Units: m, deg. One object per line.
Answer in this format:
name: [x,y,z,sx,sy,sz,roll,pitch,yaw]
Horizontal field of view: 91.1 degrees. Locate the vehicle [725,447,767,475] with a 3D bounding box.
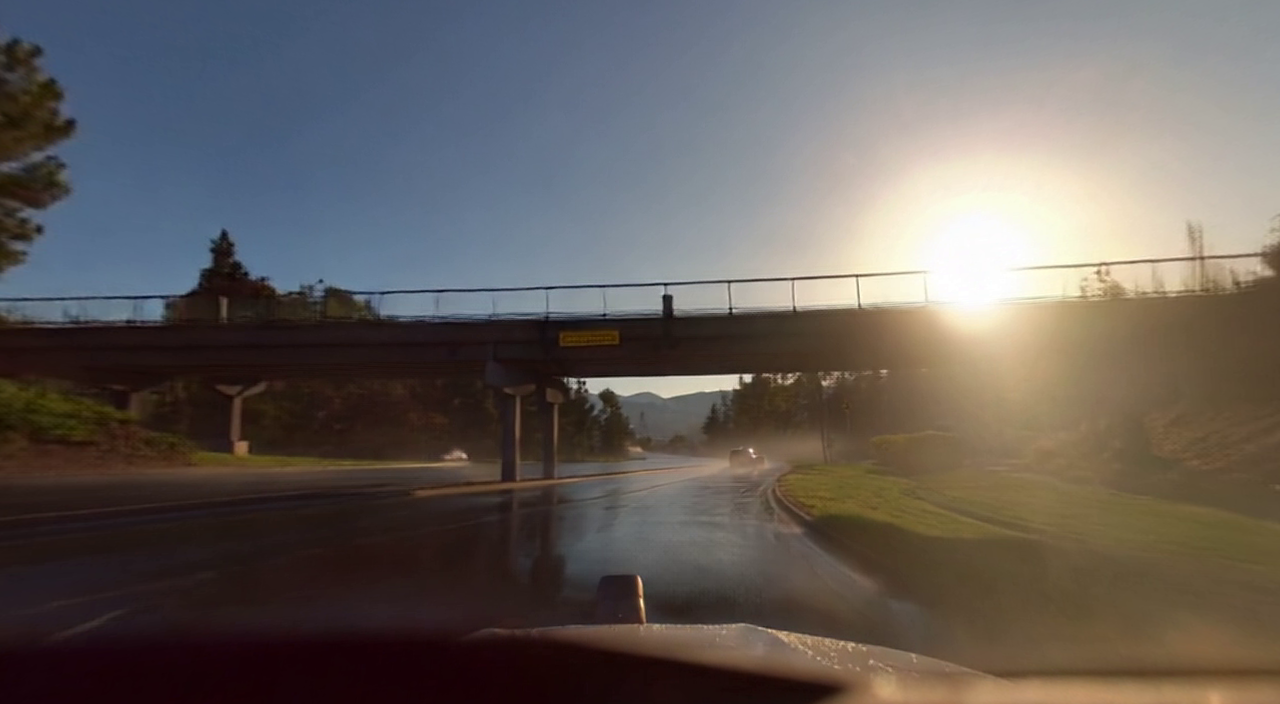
vehicle: [5.963,6.036,35.149,1.980,1.449,3.650,-3,-9,14]
